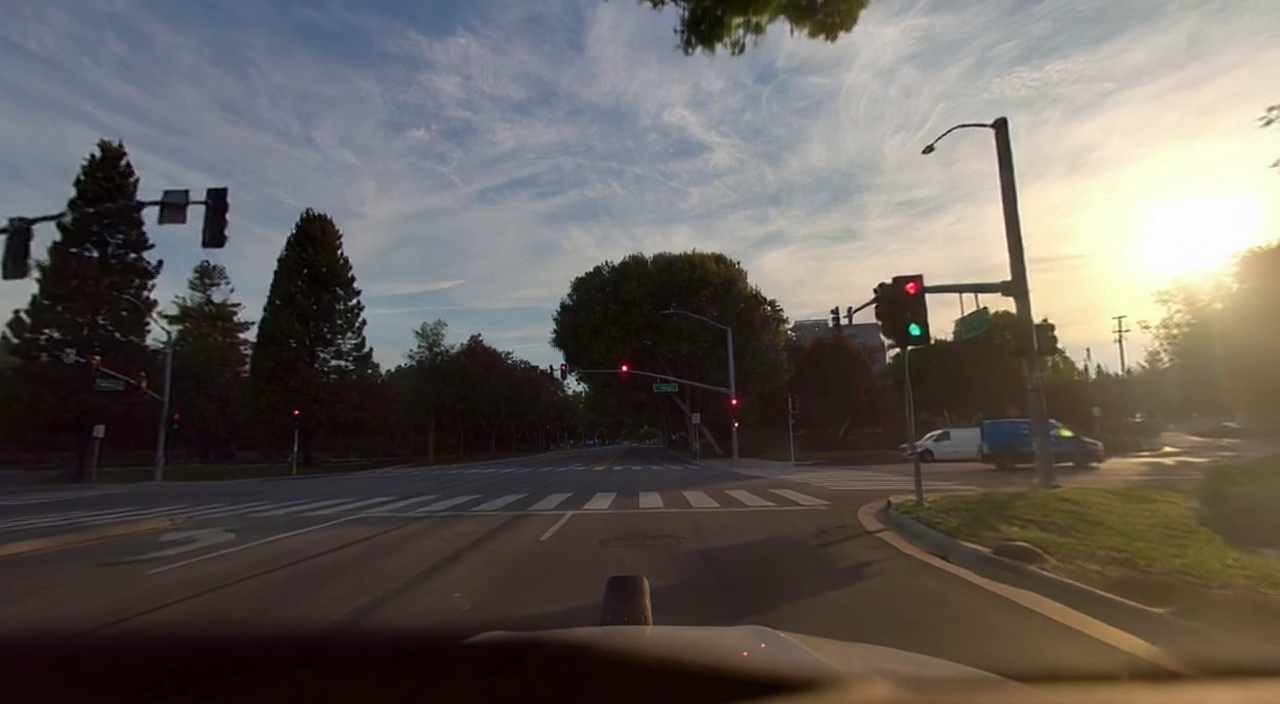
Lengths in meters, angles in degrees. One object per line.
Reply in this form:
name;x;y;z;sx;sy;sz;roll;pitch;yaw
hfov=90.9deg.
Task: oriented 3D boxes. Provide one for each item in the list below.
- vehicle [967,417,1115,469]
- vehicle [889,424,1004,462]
vehicle;15.867;3.654;25.172;4.536;1.965;1.780;-1;-8;5
vehicle;15.421;4.613;31.918;4.790;1.798;1.909;-1;-8;2
